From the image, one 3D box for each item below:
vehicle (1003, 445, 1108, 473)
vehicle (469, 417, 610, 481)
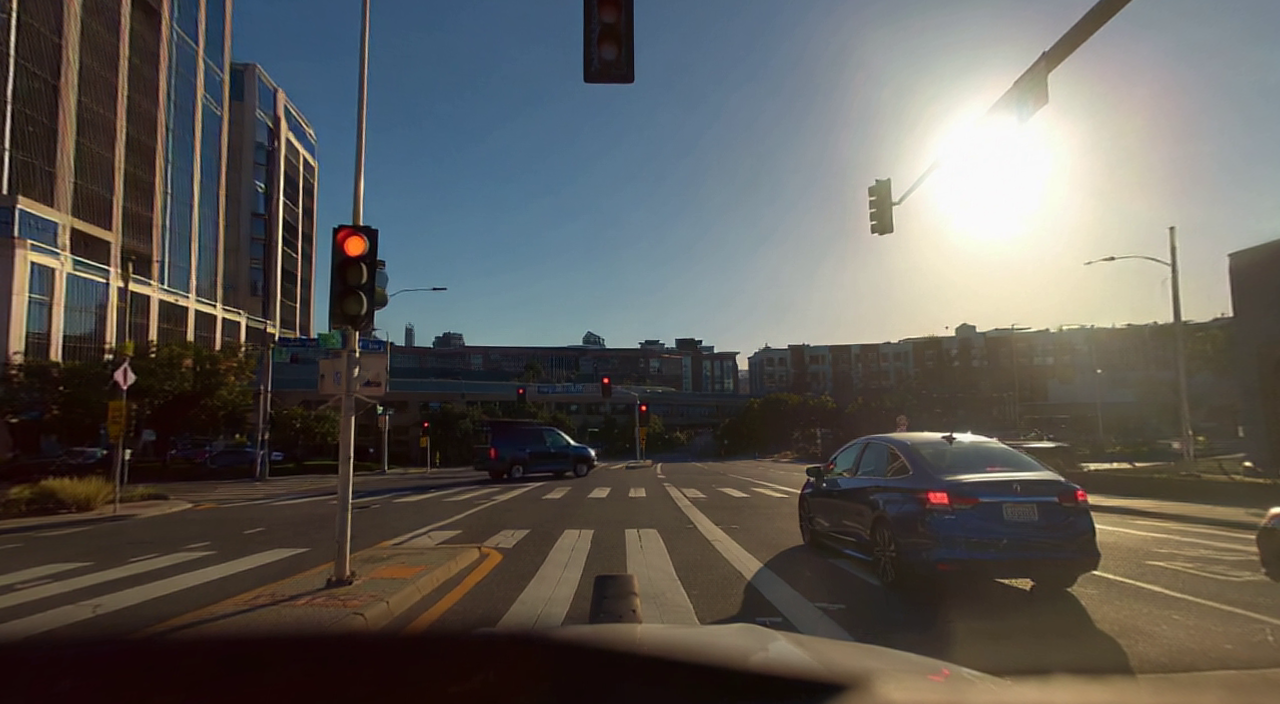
[{"bbox_3d":[24.305,6.280,36.755,4.736,1.542,1.966,0,-9,-2],"label":"vehicle"},{"bbox_3d":[-5.270,5.190,33.822,7.088,3.096,2.678,7,-11,-39],"label":"vehicle"}]
